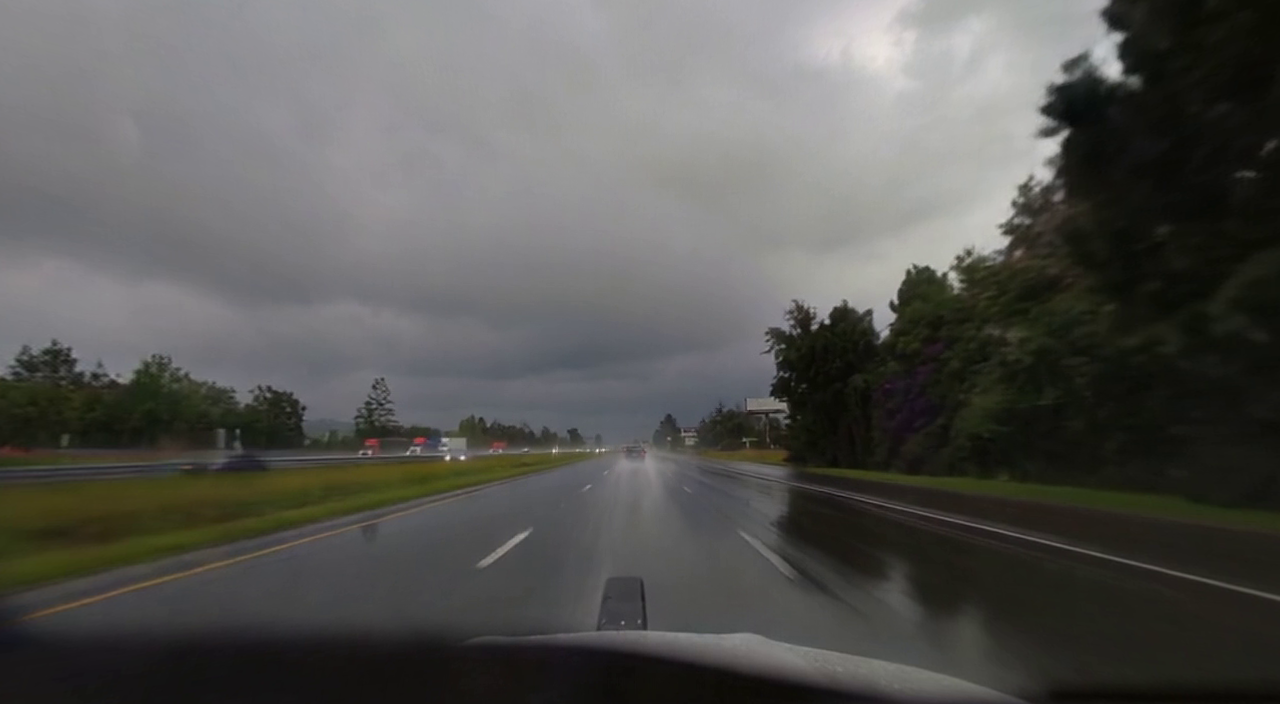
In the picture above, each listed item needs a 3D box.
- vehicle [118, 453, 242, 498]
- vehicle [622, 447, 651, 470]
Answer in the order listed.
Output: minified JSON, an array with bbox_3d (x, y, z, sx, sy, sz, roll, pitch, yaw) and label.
[{"bbox_3d":[-19.604,5.261,27.184,1.849,1.722,4.597,0,-9,0],"label":"vehicle"},{"bbox_3d":[-0.242,7.400,44.072,1.916,1.494,4.335,0,-9,0],"label":"vehicle"}]
